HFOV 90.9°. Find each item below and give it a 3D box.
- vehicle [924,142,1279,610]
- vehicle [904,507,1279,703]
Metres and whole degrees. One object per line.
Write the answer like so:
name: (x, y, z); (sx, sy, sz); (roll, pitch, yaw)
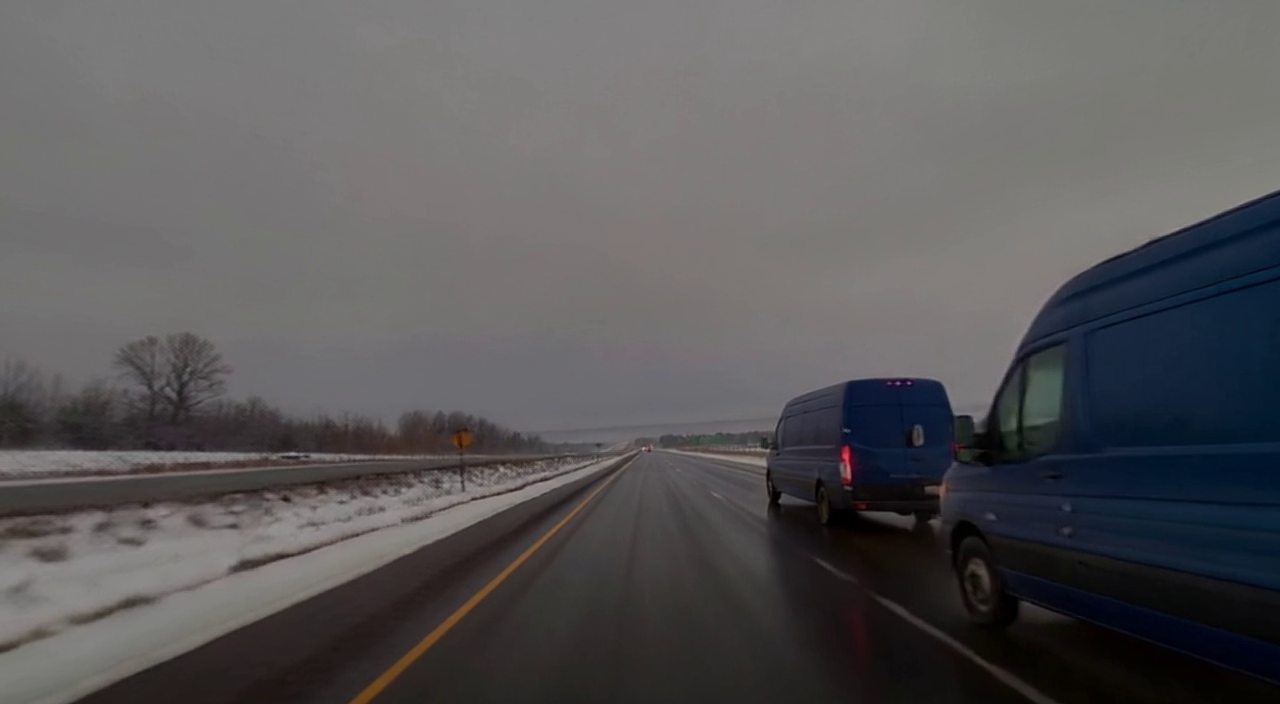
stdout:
vehicle: (4.056, 0.174, 3.341); (2.444, 2.053, 5.616); (-1, -8, 0)
vehicle: (3.996, 1.525, 3.257); (2.702, 0.824, 6.391); (0, -9, 1)
